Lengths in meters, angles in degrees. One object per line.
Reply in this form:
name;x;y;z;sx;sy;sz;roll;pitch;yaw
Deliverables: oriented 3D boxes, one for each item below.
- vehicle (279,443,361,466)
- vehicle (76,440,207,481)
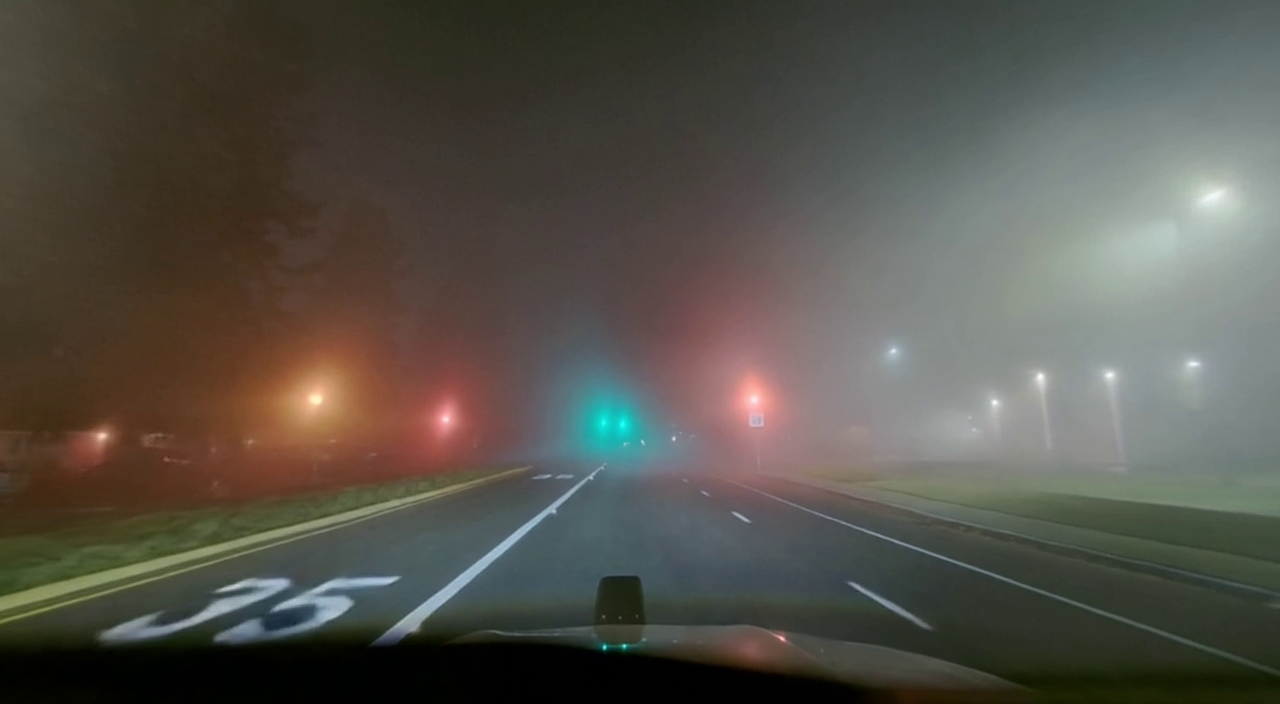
vehicle;-21.449;6.900;42.479;4.495;1.472;1.833;0;-9;-1
vehicle;-21.150;4.643;26.935;3.886;1.641;1.850;1;-11;0
